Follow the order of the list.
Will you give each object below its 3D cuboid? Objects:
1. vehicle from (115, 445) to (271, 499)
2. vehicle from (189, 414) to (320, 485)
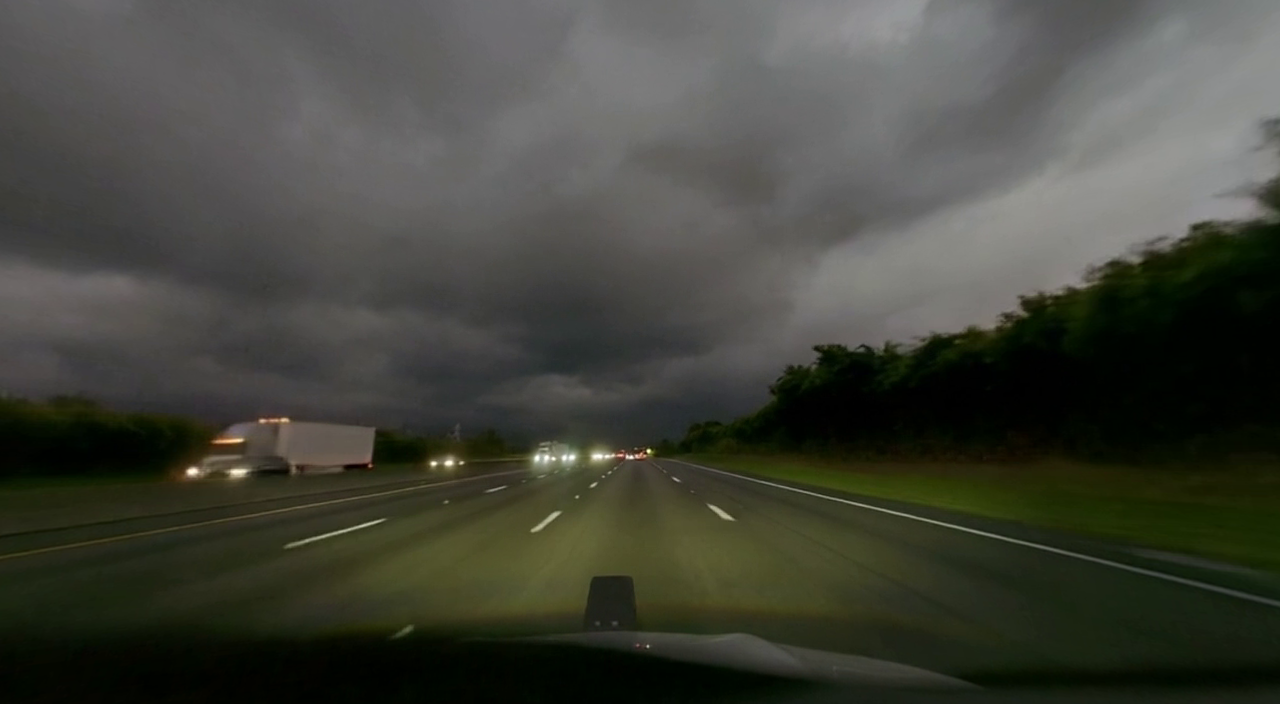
[{"bbox_3d":[-15.532,4.169,22.191,2.033,1.695,4.724,0,-9,0],"label":"vehicle"},{"bbox_3d":[-23.237,5.947,38.454,2.894,3.893,7.794,0,-9,0],"label":"vehicle"}]
